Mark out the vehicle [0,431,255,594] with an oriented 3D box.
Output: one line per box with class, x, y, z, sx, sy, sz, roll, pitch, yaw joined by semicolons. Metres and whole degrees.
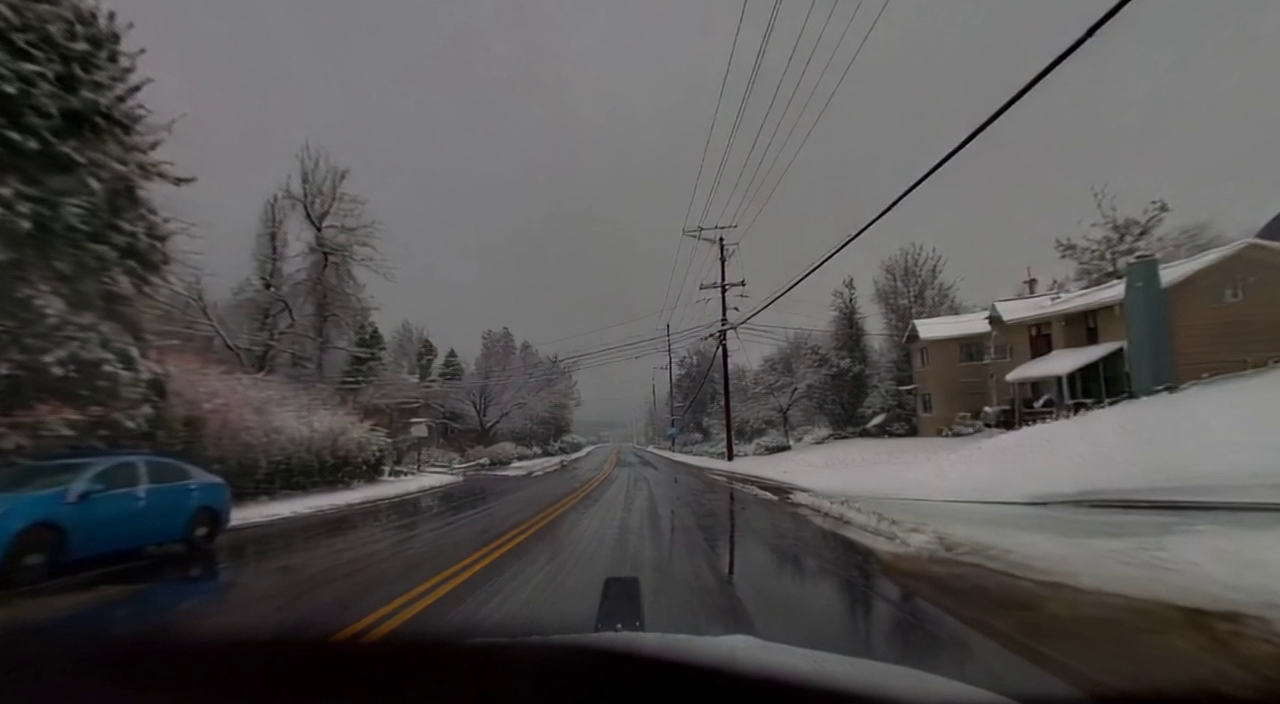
vehicle;-7.707;1.964;8.494;2.114;1.693;4.468;0;-9;2
